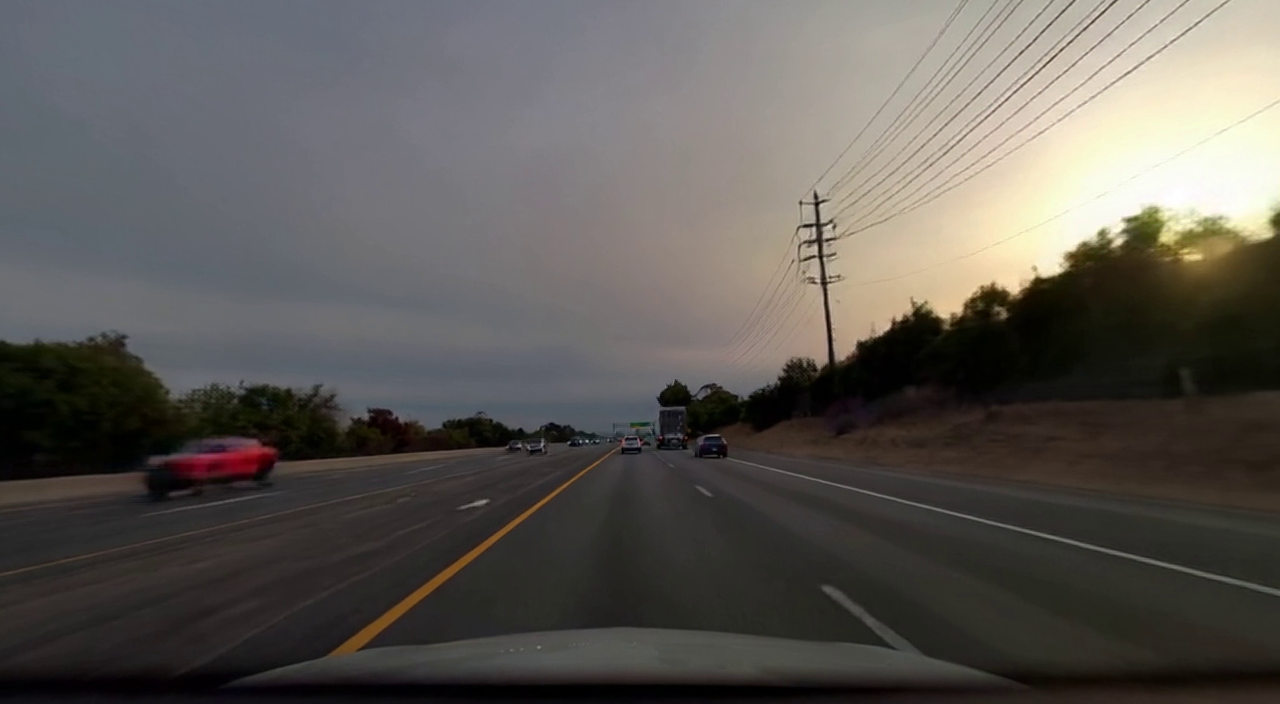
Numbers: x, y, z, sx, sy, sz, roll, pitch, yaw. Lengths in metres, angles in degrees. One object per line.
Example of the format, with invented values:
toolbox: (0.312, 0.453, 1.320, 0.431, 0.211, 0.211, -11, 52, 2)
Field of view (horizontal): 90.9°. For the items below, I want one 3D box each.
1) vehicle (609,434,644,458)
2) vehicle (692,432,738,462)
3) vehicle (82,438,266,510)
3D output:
vehicle: (-0.850, 6.079, 40.859, 2.163, 1.466, 3.693, 0, -7, -1)
vehicle: (4.149, 5.281, 35.429, 1.930, 1.573, 3.853, 0, -7, -2)
vehicle: (-13.117, 3.398, 18.175, 2.119, 1.787, 4.146, 0, -7, -1)
